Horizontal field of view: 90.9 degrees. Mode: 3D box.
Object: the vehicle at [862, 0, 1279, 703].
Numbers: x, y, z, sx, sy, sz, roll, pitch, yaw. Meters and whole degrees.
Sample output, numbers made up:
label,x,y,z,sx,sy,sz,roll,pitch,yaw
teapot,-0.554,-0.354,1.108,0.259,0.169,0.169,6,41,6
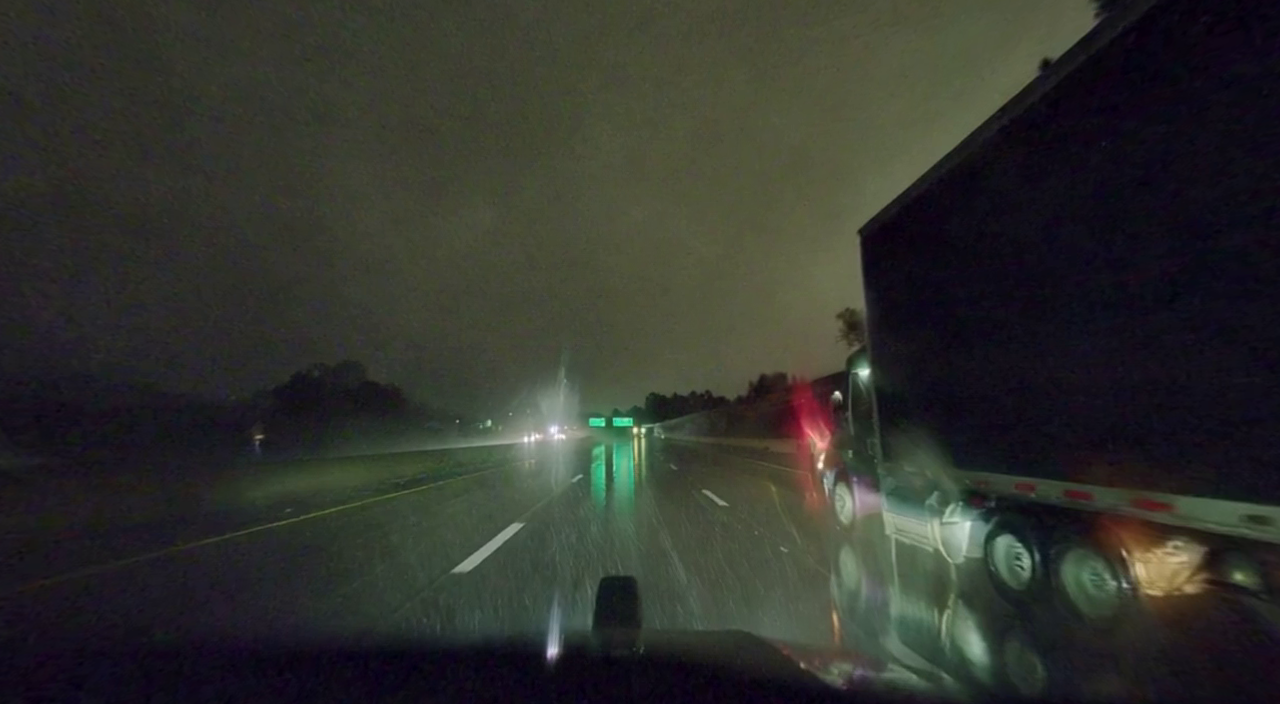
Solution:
label,x,y,z,sx,sy,sz,roll,pitch,yaw
vehicle,4.449,-0.302,2.164,2.996,3.849,11.108,0,-8,-2
